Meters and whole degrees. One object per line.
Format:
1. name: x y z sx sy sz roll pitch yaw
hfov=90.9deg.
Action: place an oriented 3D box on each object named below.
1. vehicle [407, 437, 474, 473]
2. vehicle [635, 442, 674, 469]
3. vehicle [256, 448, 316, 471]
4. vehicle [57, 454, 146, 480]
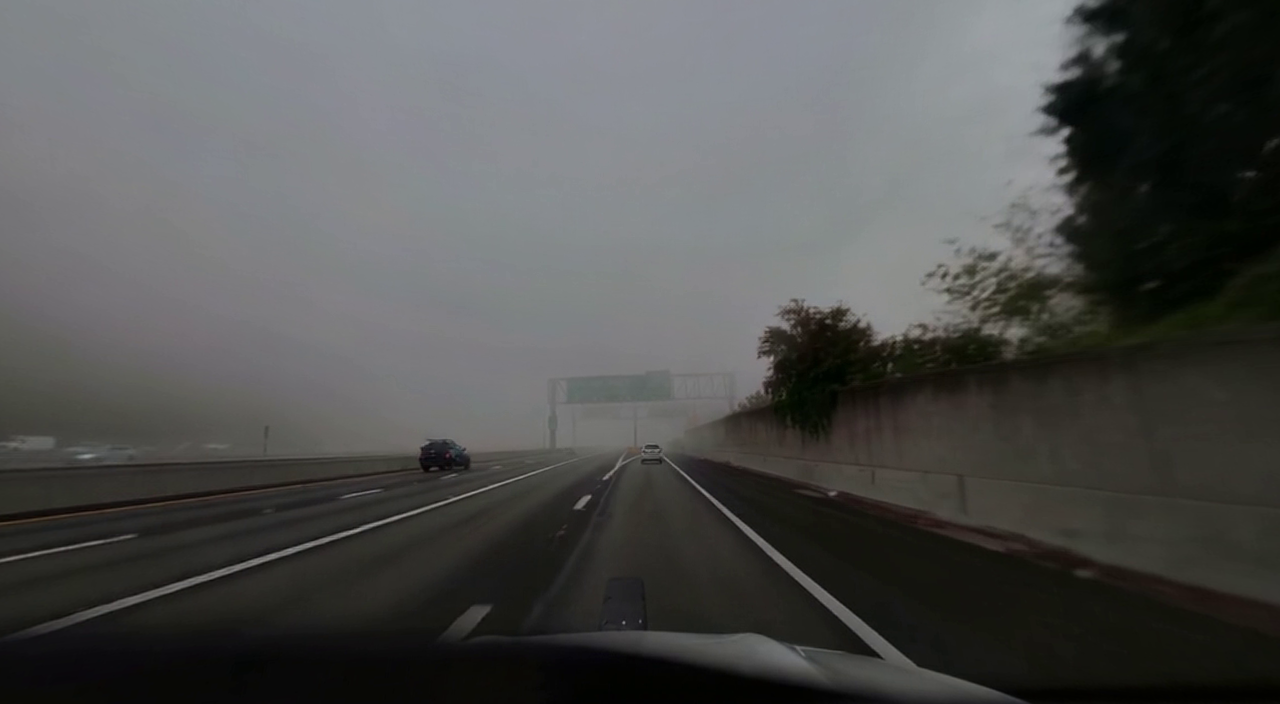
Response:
1. vehicle: -11.033 5.712 35.221 2.246 1.812 4.740 -1 -8 -1
2. vehicle: 0.837 6.054 37.080 2.137 1.461 3.999 -1 -8 1
3. vehicle: -25.948 7.866 46.392 2.003 1.506 4.340 -1 -8 -2
4. vehicle: -35.518 7.578 41.777 1.982 1.507 4.757 0 -8 -4
